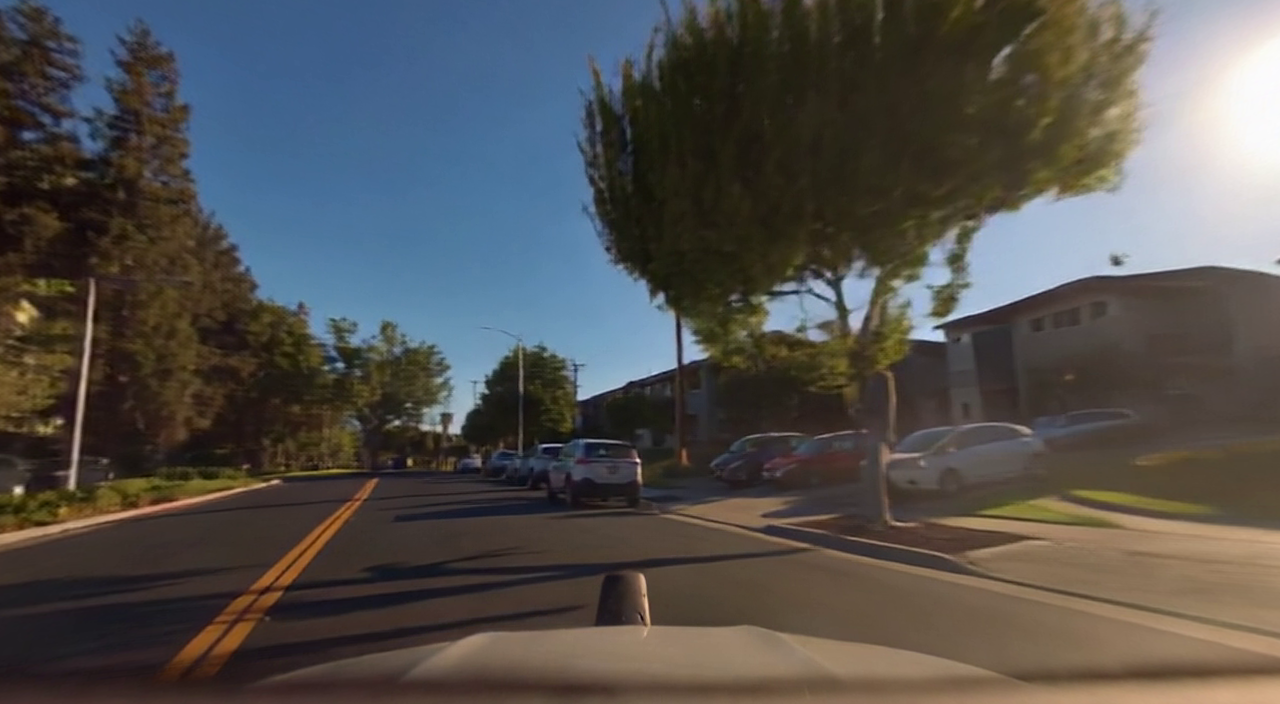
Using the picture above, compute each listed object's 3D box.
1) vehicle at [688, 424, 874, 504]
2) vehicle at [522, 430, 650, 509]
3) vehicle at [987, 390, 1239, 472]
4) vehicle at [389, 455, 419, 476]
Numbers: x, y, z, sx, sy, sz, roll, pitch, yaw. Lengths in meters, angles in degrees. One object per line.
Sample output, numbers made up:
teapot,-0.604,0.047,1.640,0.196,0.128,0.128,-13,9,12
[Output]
vehicle,3.854,3.153,18.720,2.282,1.893,6.027,1,-7,-23
vehicle,-1.871,3.424,19.048,2.292,1.974,5.853,3,-9,-21
vehicle,21.683,3.845,29.893,2.928,3.230,9.384,2,-9,-18
vehicle,-18.741,8.930,49.731,2.010,1.499,4.107,3,-9,-23
